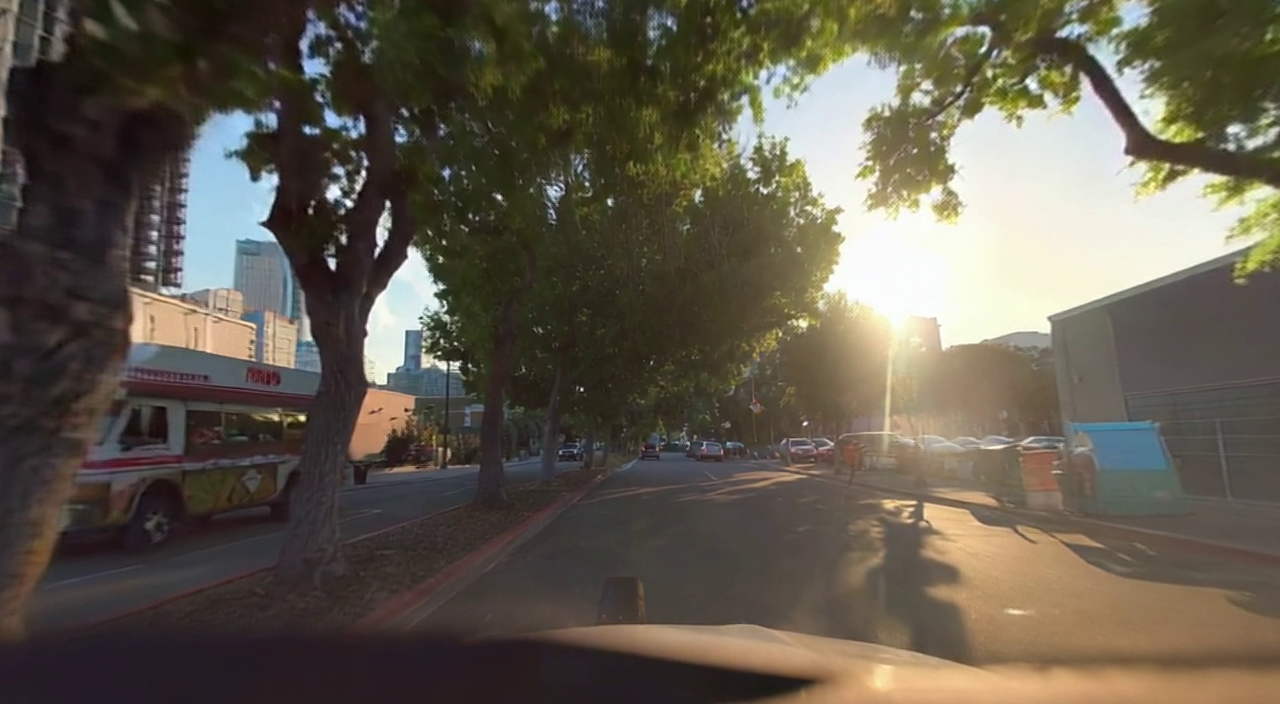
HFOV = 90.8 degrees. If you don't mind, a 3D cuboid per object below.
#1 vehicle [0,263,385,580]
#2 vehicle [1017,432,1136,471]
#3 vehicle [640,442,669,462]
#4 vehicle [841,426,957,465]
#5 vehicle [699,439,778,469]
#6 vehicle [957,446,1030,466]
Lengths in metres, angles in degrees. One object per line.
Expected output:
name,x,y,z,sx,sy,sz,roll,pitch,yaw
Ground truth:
vehicle,-6.966,1.188,9.952,2.968,3.222,7.036,-1,-9,0
vehicle,26.672,6.095,38.741,5.596,2.168,2.307,1,-8,-2
vehicle,1.083,7.688,48.543,2.046,1.445,4.001,0,-8,-1
vehicle,14.573,5.299,35.836,5.540,2.045,2.259,-1,-8,0
vehicle,6.079,6.253,38.962,4.626,1.723,1.939,5,-10,-31
vehicle,27.486,8.104,49.166,4.558,1.452,1.790,0,-8,0
